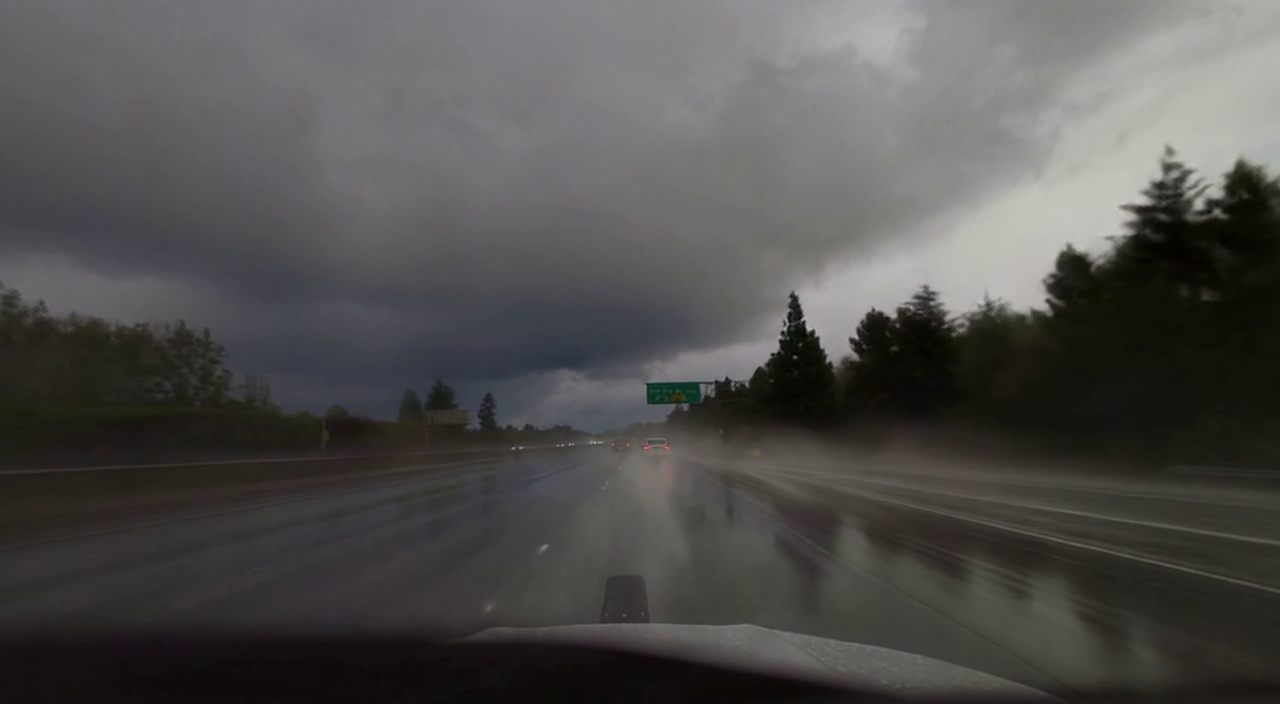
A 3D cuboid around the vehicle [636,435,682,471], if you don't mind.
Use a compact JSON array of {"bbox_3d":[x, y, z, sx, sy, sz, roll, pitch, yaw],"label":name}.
[{"bbox_3d":[0.945,5.400,33.961,2.260,1.766,4.348,0,-8,0],"label":"vehicle"}]
